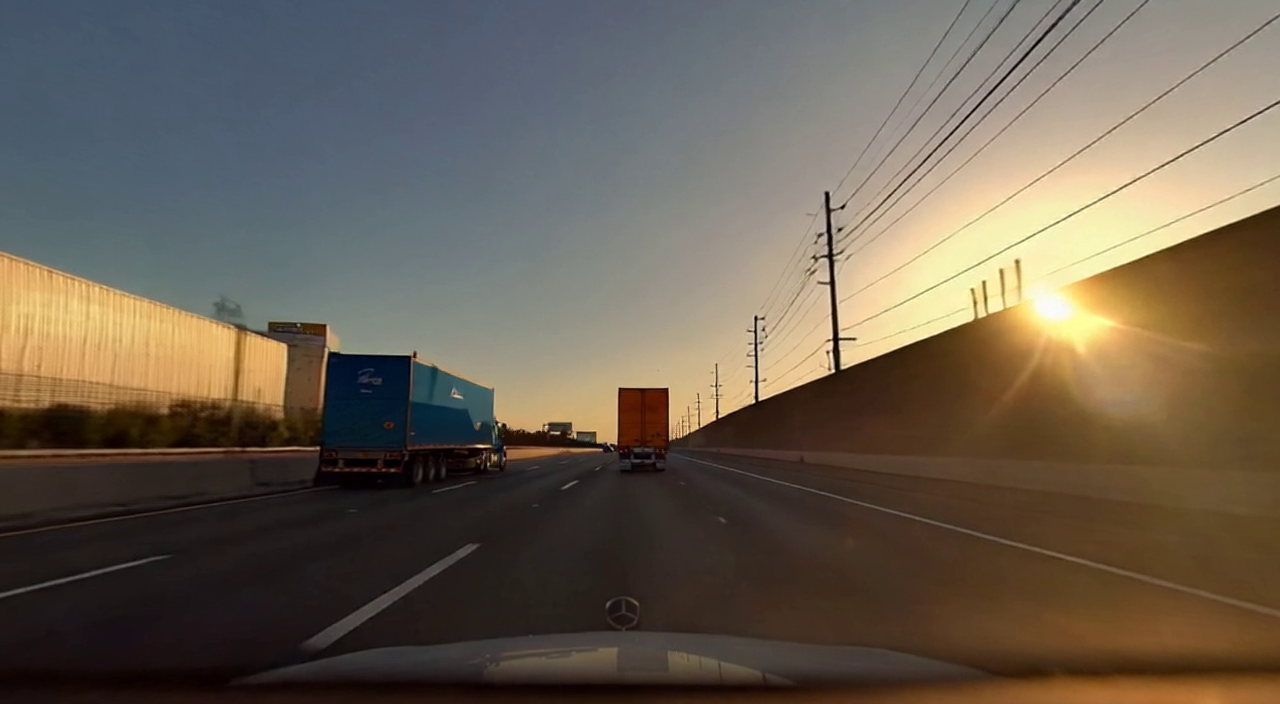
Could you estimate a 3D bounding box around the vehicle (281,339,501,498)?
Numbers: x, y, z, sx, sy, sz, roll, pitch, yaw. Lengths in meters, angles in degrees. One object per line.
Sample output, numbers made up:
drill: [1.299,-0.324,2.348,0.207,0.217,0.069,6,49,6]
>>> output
vehicle: [-7.495,2.455,21.567,2.937,3.981,11.119,-1,-8,0]

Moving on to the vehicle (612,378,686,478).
vehicle: [0.301,3.703,29.794,2.858,3.847,10.034,0,-8,-1]
